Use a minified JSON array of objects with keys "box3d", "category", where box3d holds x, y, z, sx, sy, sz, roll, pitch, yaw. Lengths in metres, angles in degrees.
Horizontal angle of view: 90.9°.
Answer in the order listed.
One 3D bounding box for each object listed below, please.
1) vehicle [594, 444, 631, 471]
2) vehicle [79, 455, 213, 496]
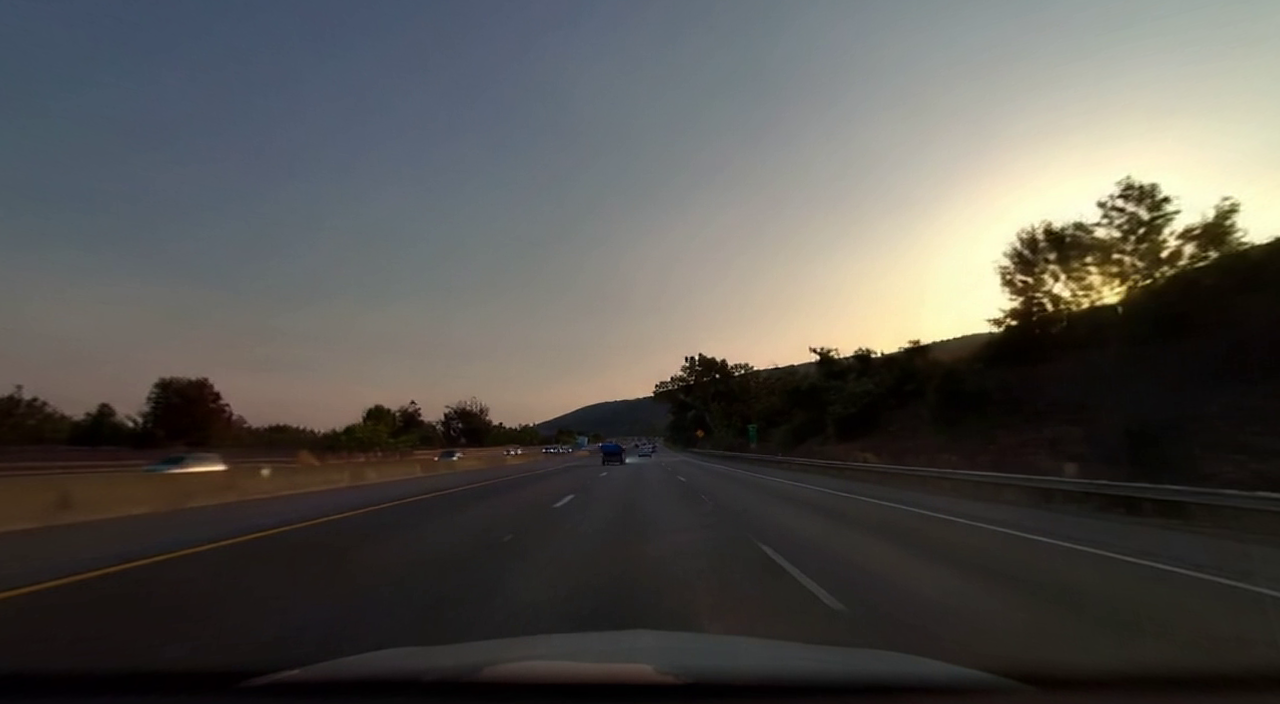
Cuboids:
[{"box3d":[-1.653,6.517,38.864,1.965,1.556,3.971,0,-9,2],"category":"vehicle"},{"box3d":[-19.706,4.921,25.439,1.822,1.440,4.360,0,-9,0],"category":"vehicle"}]
